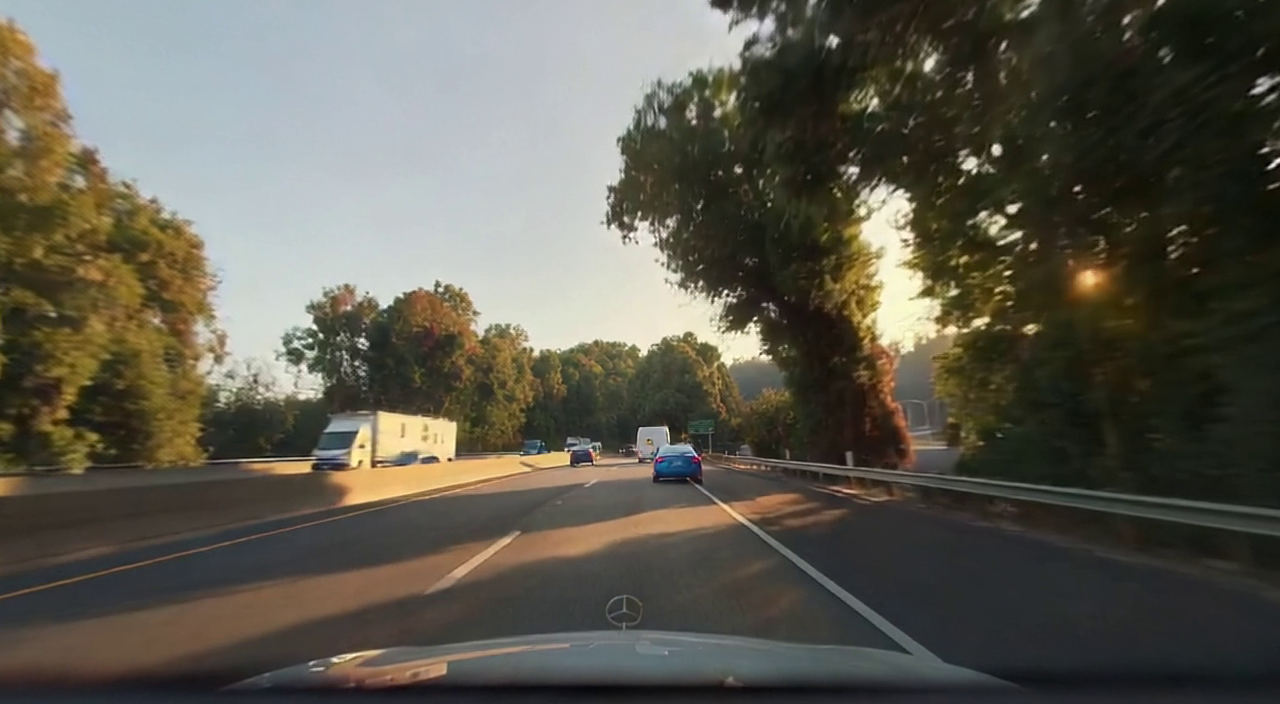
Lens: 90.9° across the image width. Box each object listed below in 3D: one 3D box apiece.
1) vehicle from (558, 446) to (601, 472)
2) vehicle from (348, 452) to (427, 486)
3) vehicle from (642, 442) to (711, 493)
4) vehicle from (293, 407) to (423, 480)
[{"bbox_3d":[-3.692,6.621,39.339,2.100,1.514,4.794,-1,-9,1],"label":"vehicle"},{"bbox_3d":[-12.679,5.877,32.008,1.913,1.512,4.784,-1,-9,1],"label":"vehicle"},{"bbox_3d":[1.102,3.723,20.701,2.012,1.485,3.649,0,-9,0],"label":"vehicle"},{"bbox_3d":[-17.357,5.855,40.112,3.035,3.965,10.967,-1,-9,1],"label":"vehicle"}]
